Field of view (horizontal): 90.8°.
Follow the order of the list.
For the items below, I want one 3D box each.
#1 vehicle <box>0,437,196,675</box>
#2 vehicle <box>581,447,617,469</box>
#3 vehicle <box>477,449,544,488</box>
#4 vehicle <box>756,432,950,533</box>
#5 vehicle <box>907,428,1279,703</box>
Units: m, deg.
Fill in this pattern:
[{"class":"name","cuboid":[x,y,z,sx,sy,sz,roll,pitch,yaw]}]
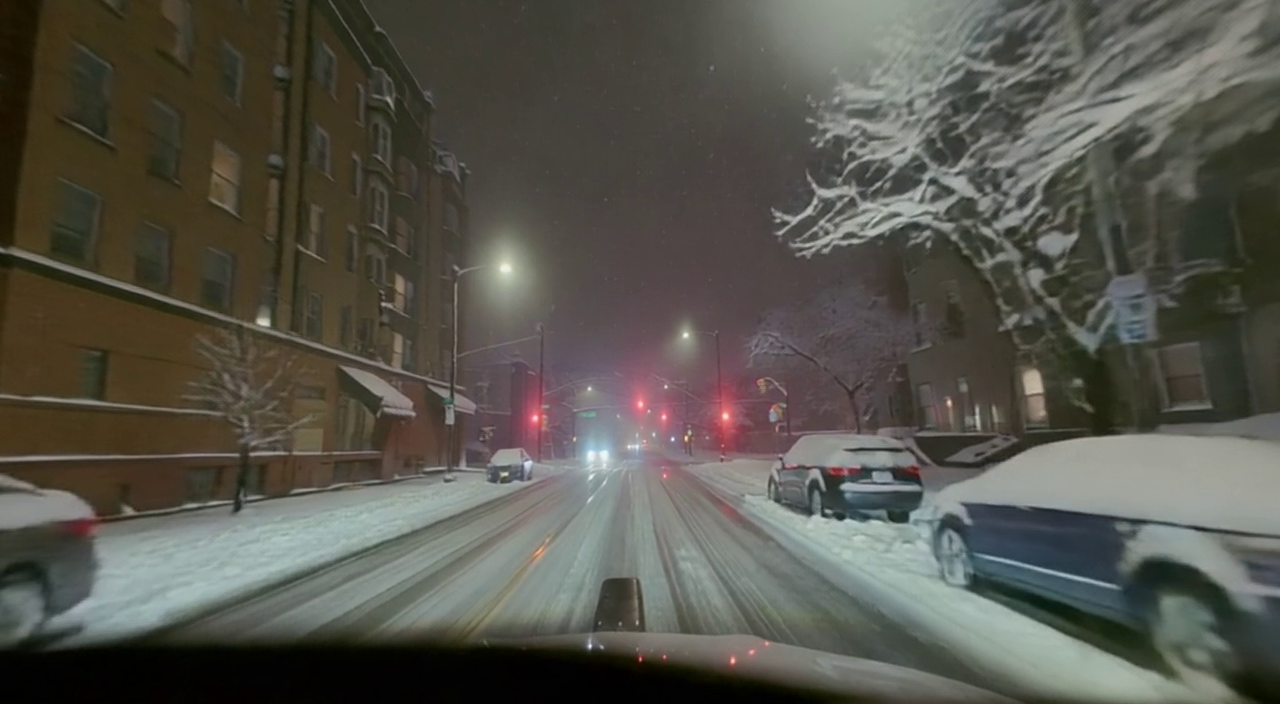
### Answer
[{"class":"vehicle","cuboid":[-5.929,1.509,4.525,2.142,1.775,4.428,0,-9,2]},{"class":"vehicle","cuboid":[-2.716,7.141,42.774,2.029,1.438,4.313,0,-9,1]},{"class":"vehicle","cuboid":[-5.773,5.232,28.629,1.947,1.473,4.397,-4,-9,1]},{"class":"vehicle","cuboid":[4.015,2.537,13.004,2.082,1.662,4.753,0,-9,-4]},{"class":"vehicle","cuboid":[4.086,1.344,4.625,2.298,1.458,4.483,0,-9,0]}]
